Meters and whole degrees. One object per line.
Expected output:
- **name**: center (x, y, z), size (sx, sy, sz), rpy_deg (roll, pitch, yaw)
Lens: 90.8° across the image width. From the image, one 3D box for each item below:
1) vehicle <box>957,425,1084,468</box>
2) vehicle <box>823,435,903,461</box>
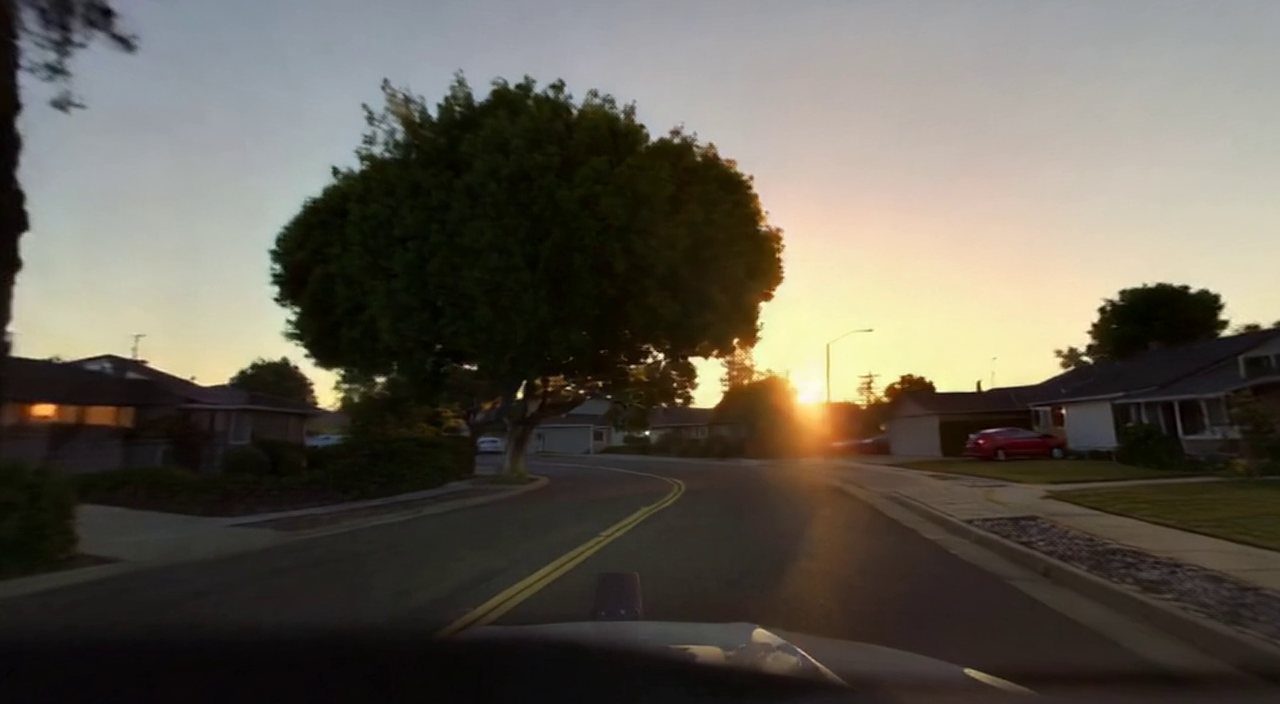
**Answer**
- **vehicle**: center (17.120, 4.312, 28.647), size (4.327, 1.573, 1.967), rpy_deg (-6, -10, 10)
- **vehicle**: center (15.337, 6.592, 43.538), size (4.799, 1.451, 2.144), rpy_deg (0, -8, -20)
